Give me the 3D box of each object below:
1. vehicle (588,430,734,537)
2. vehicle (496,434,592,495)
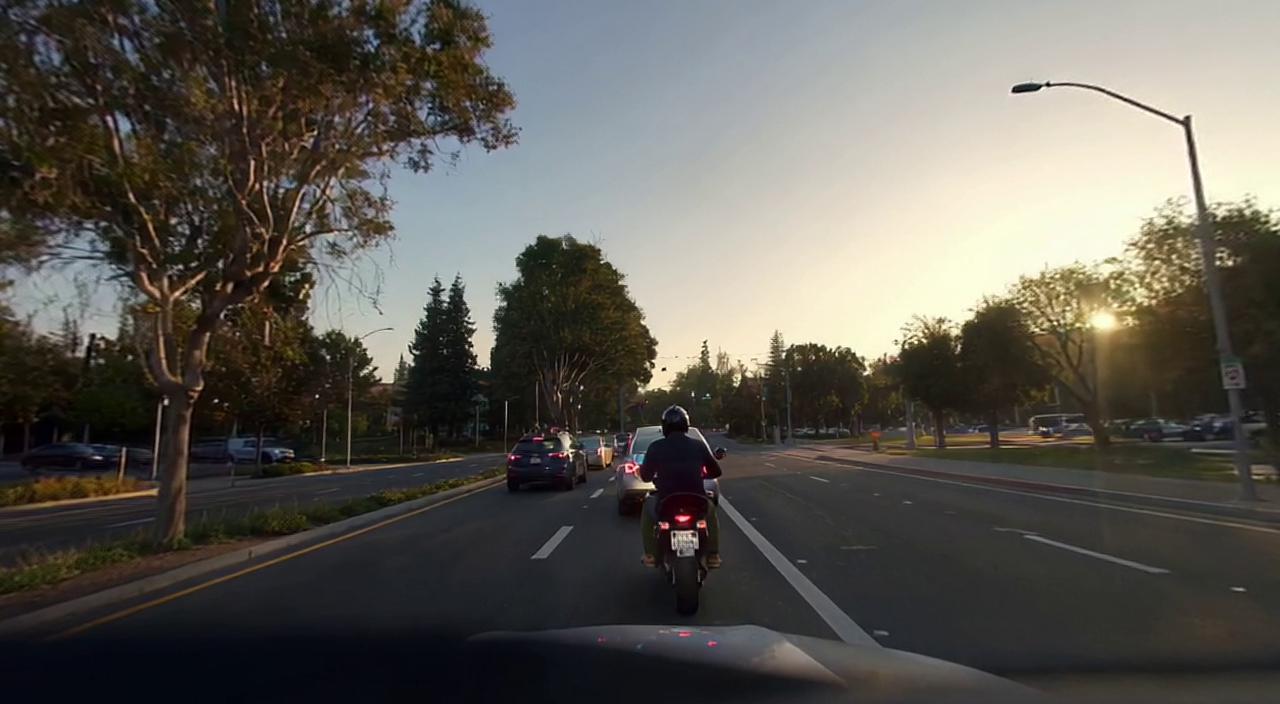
[{"bbox_3d":[0.370,2.151,11.061,2.009,1.450,4.608,-1,-8,2],"label":"vehicle"},{"bbox_3d":[-2.535,3.082,17.628,1.979,1.499,3.840,-1,-8,2],"label":"vehicle"}]
